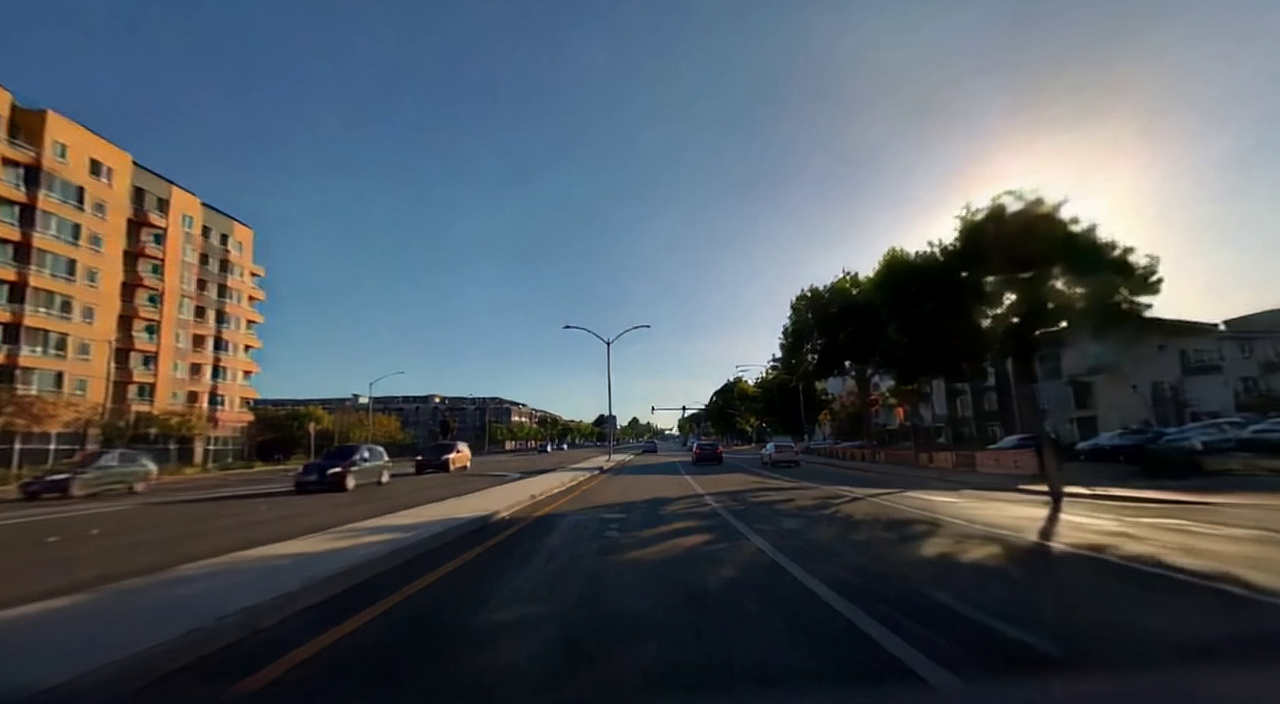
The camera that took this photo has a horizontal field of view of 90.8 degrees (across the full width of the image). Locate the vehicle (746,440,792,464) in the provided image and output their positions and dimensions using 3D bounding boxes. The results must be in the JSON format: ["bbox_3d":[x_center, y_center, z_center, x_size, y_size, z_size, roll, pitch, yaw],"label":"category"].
[{"bbox_3d":[8.098,6.329,40.116,1.932,1.439,4.159,0,-8,-1],"label":"vehicle"}]

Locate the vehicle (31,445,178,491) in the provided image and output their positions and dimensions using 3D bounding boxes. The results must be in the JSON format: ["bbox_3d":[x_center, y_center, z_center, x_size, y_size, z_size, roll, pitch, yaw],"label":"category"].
[{"bbox_3d":[-21.748,4.687,25.964,1.995,1.684,4.487,-1,-8,1],"label":"vehicle"}]

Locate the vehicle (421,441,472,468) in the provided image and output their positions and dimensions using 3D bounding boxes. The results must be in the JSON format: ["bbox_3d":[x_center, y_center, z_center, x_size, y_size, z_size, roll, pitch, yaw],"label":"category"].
[{"bbox_3d":[-13.041,6.918,42.842,1.953,1.688,4.435,-1,-8,1],"label":"vehicle"}]

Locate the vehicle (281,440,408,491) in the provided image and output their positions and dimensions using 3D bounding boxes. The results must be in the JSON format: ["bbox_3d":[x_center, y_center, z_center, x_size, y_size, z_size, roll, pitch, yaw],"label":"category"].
[{"bbox_3d":[-9.894,3.812,21.641,2.012,1.520,4.645,-1,-8,1],"label":"vehicle"}]

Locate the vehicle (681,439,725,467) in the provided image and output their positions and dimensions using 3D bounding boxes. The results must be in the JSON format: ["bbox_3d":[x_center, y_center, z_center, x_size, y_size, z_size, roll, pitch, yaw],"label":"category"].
[{"bbox_3d":[3.601,5.846,36.829,2.020,1.479,4.650,0,-8,-1],"label":"vehicle"}]
